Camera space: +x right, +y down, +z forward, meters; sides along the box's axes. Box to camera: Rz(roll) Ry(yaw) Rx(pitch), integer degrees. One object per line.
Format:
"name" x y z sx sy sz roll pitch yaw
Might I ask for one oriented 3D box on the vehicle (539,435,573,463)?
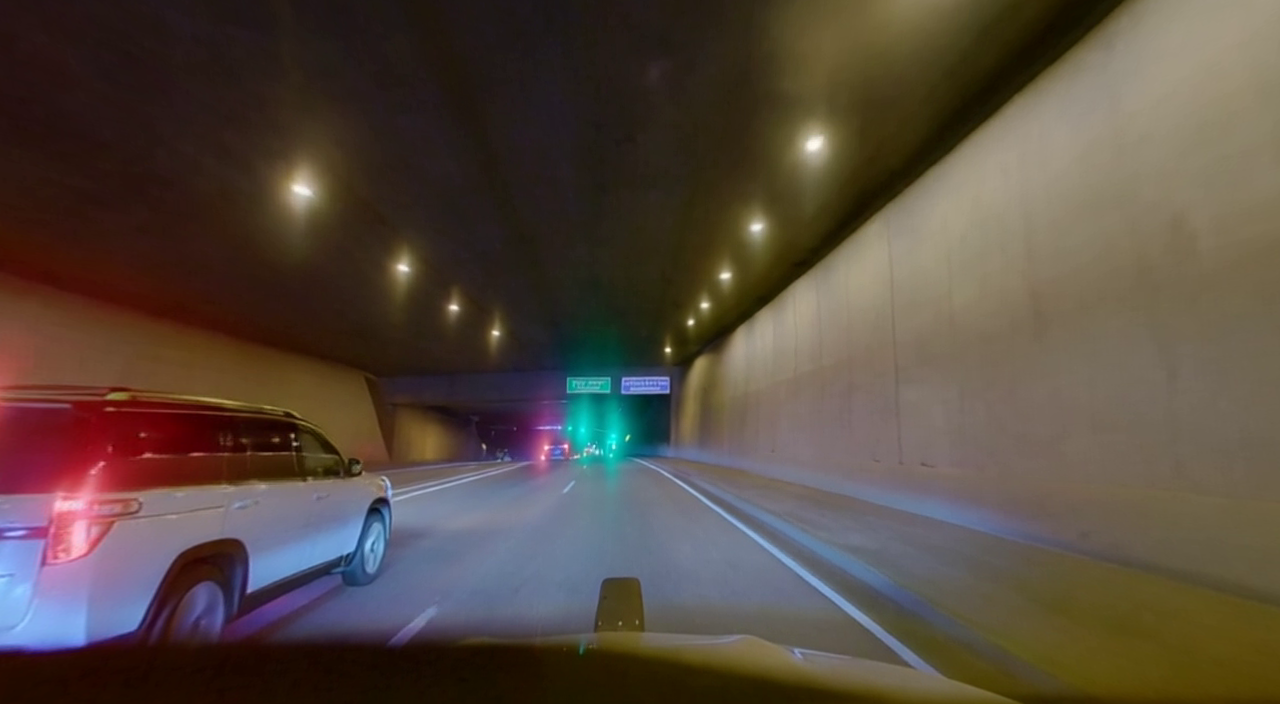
"vehicle" -5.548 6.460 42.149 1.961 1.725 4.315 0 -8 -3
